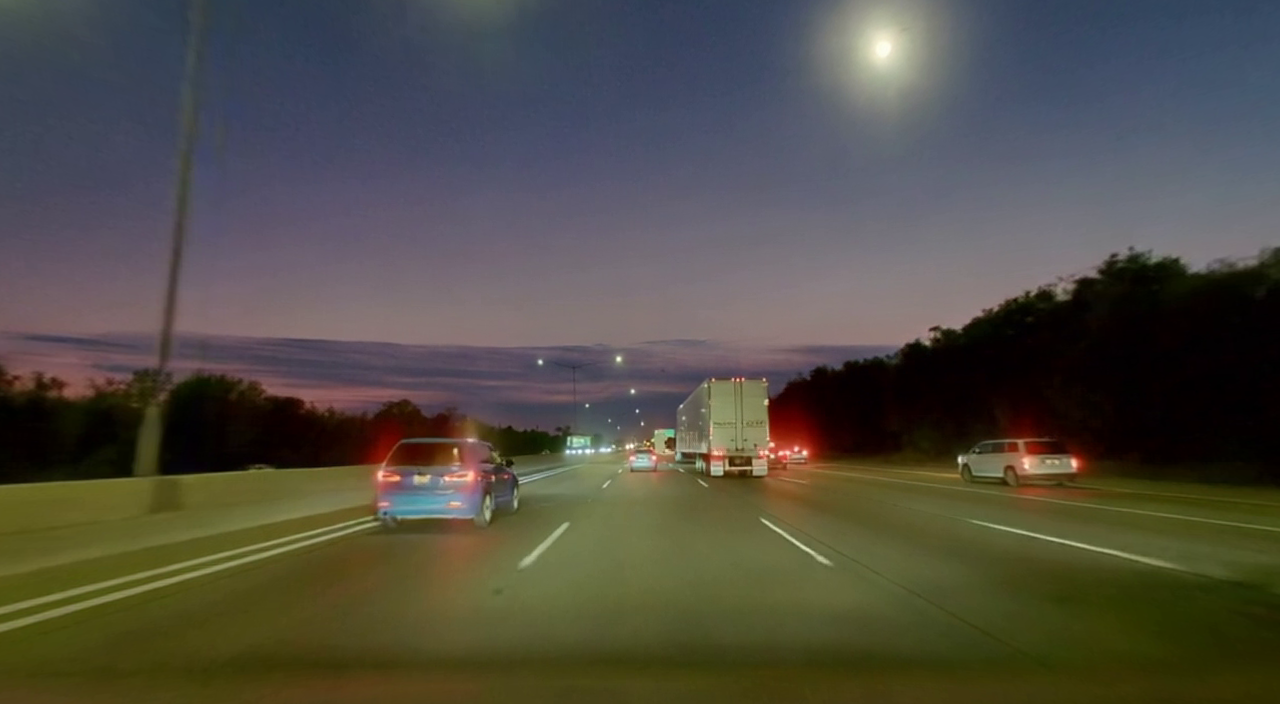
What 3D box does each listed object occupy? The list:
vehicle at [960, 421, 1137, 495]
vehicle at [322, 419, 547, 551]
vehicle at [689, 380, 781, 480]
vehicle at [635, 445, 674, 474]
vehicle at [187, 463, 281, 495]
[{"bbox_3d":[11.261,2.961,17.860,2.041,1.824,4.376,0,-9,0],"label":"vehicle"},{"bbox_3d":[-3.123,2.148,10.872,2.237,1.745,4.575,-1,-9,1],"label":"vehicle"},{"bbox_3d":[4.384,4.158,32.333,2.821,4.077,12.562,0,-9,0],"label":"vehicle"},{"bbox_3d":[0.746,5.961,35.119,2.063,1.469,4.208,0,-9,0],"label":"vehicle"},{"bbox_3d":[-23.163,7.243,36.257,2.218,1.525,4.738,-1,-9,1],"label":"vehicle"}]
